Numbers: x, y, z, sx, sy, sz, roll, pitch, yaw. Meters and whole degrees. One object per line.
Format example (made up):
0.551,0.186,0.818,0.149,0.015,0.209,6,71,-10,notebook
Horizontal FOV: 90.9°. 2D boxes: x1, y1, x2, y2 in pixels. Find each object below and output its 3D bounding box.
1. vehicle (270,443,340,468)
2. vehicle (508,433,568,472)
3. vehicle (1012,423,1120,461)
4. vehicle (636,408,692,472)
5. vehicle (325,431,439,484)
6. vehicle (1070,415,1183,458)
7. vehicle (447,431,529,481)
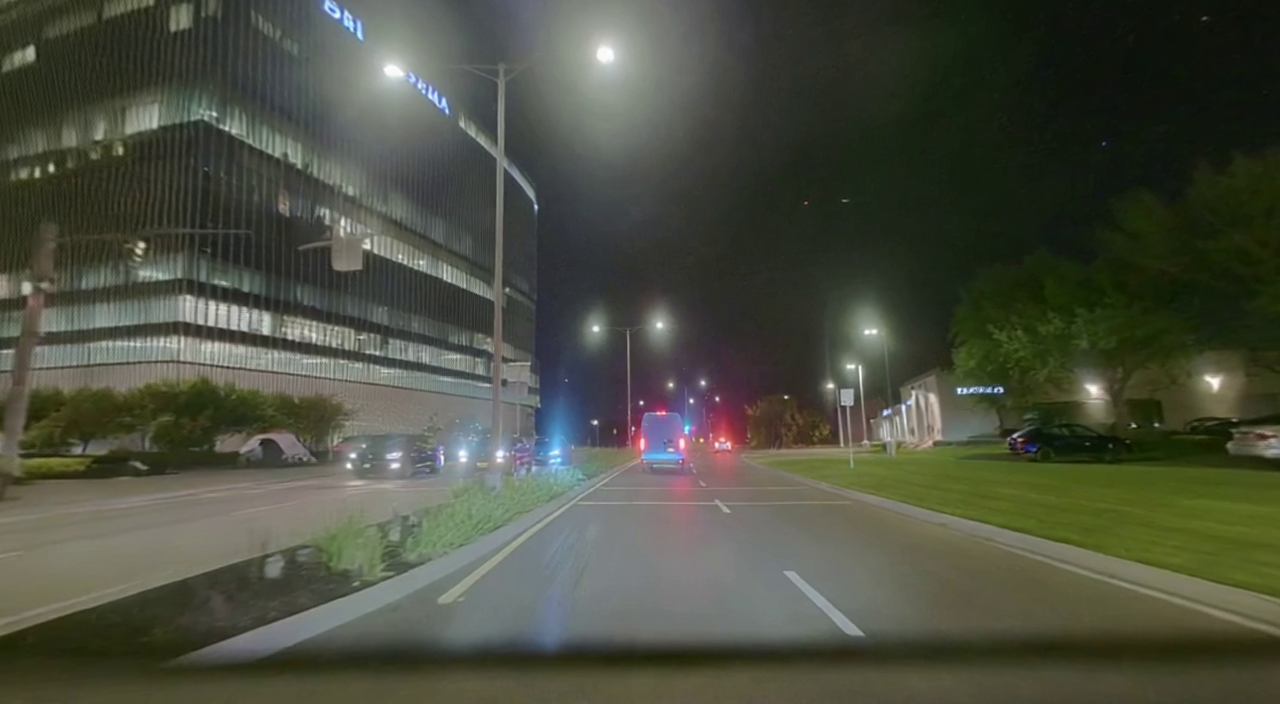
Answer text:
-20.651,6.319,38.734,4.373,1.385,1.827,-5,-9,33,vehicle
-4.749,4.788,30.048,1.935,1.633,4.247,-2,-9,3,vehicle
17.348,3.715,25.899,1.759,1.433,3.862,-1,-8,2,vehicle
1.266,4.257,30.601,2.435,2.816,5.232,-1,-8,5,vehicle
-8.784,3.654,21.935,1.891,1.575,4.559,-2,-9,3,vehicle
19.813,3.541,25.879,1.776,1.463,3.803,-4,-11,5,vehicle
-5.279,3.698,22.386,1.893,1.587,3.595,-1,-9,2,vehicle
